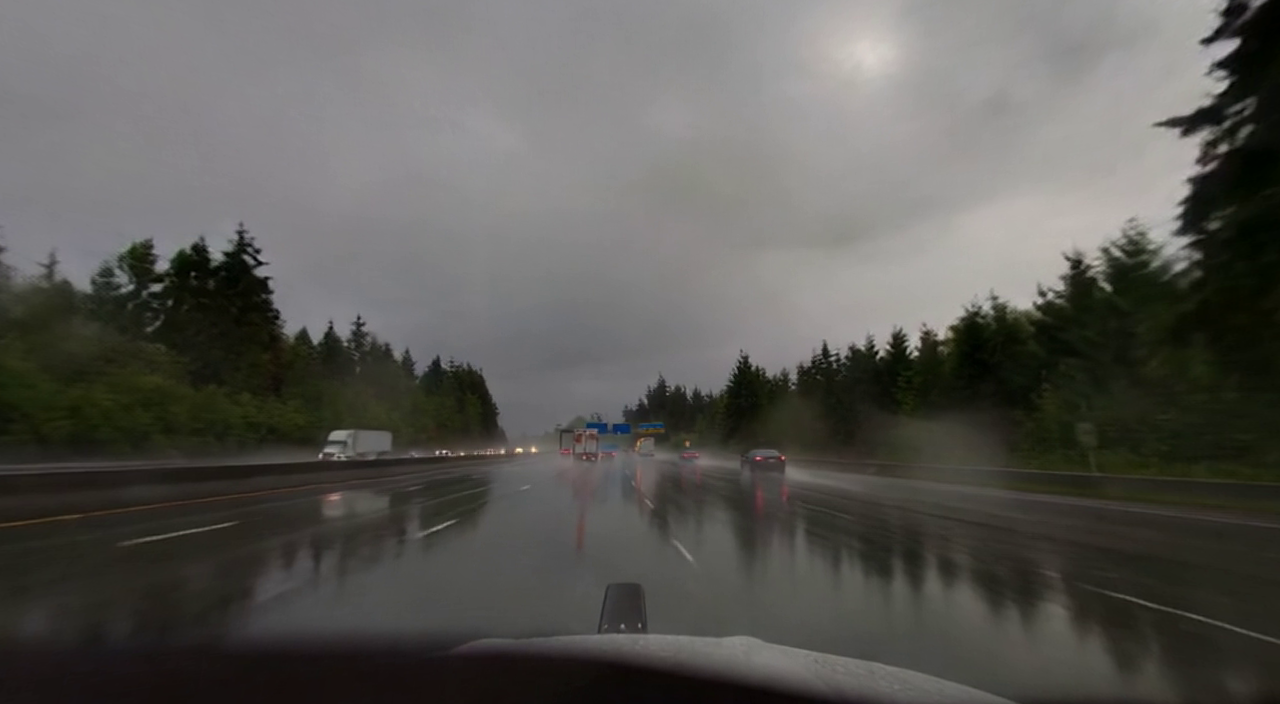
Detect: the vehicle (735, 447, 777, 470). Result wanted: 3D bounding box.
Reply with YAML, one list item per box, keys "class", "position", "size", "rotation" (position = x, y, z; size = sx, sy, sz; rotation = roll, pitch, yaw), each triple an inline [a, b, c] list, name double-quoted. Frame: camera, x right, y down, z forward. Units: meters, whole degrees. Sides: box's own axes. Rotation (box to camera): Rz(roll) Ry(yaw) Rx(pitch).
- class: "vehicle"
  position: [8.421, 7.780, 46.159]
  size: [1.989, 1.591, 4.348]
  rotation: [1, -9, -3]

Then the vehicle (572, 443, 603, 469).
- class: "vehicle"
  position: [-3.775, 7.549, 45.815]
  size: [2.167, 1.847, 4.097]
  rotation: [1, -9, -4]
